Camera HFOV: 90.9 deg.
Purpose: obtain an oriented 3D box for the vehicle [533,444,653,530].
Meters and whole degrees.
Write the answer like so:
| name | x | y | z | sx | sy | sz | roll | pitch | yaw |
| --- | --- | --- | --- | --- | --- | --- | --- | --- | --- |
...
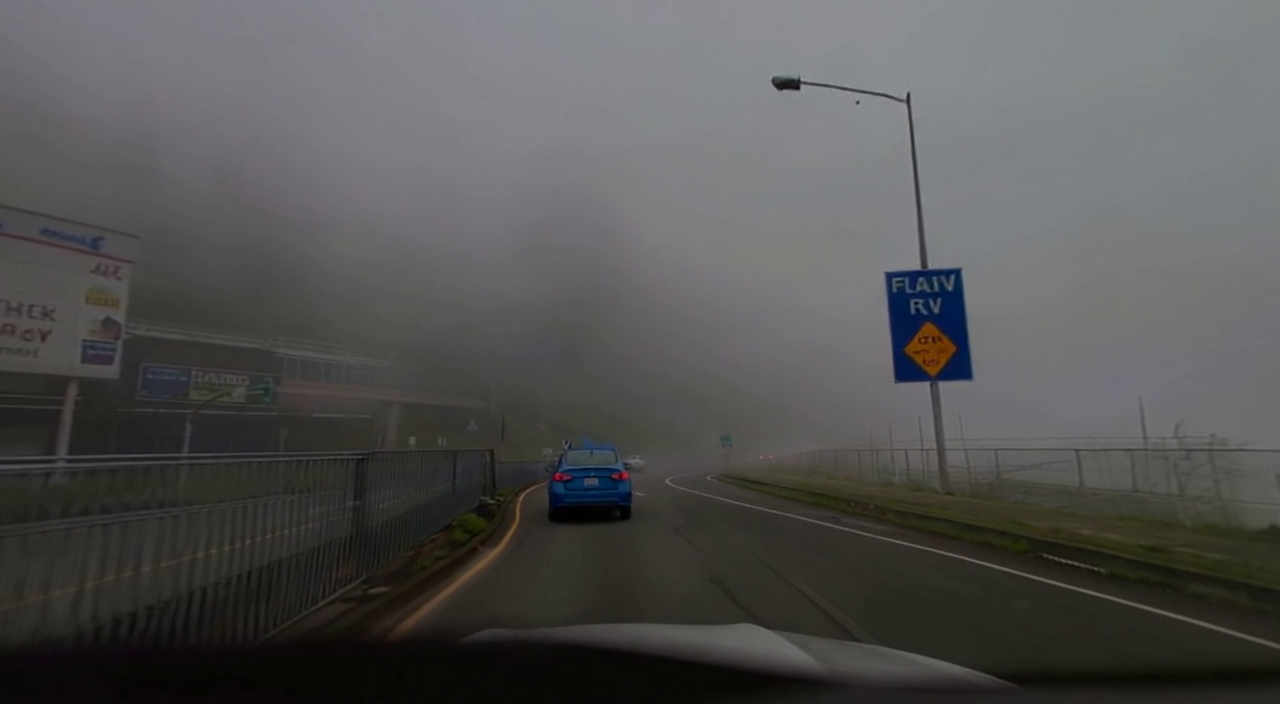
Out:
| name | x | y | z | sx | sy | sz | roll | pitch | yaw |
| --- | --- | --- | --- | --- | --- | --- | --- | --- | --- |
| vehicle | -1.027 | 2.635 | 12.905 | 2.063 | 1.442 | 3.933 | 1 | -9 | -6 |

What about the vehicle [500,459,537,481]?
| name | x | y | z | sx | sy | sz | roll | pitch | yaw |
| --- | --- | --- | --- | --- | --- | --- | --- | --- | --- |
| vehicle | -9.402 | 9.141 | 48.951 | 1.854 | 1.472 | 3.728 | -2 | -7 | 5 |
